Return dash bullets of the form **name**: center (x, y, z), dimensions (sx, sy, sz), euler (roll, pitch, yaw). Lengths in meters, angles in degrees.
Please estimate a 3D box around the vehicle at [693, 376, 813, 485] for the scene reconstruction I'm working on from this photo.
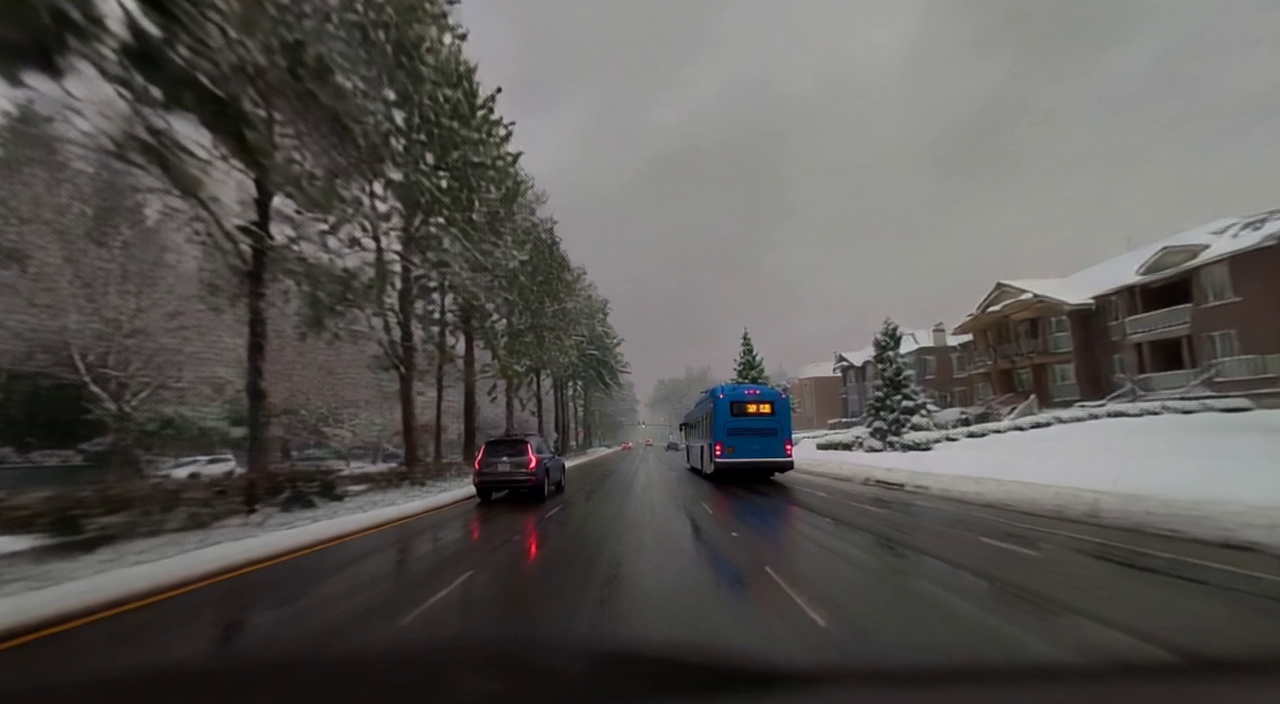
- **vehicle**: center (3.929, 3.283, 25.336), dimensions (3.072, 3.278, 12.747), euler (0, -8, 3)

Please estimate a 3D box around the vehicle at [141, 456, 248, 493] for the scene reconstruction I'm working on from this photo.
- **vehicle**: center (-22.243, 6.097, 31.603), dimensions (2.018, 1.648, 4.631), euler (0, -8, -1)

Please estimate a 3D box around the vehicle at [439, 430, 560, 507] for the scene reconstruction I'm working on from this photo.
- **vehicle**: center (-3.543, 3.026, 16.835), dimensions (2.111, 1.767, 4.333), euler (0, -8, 2)
